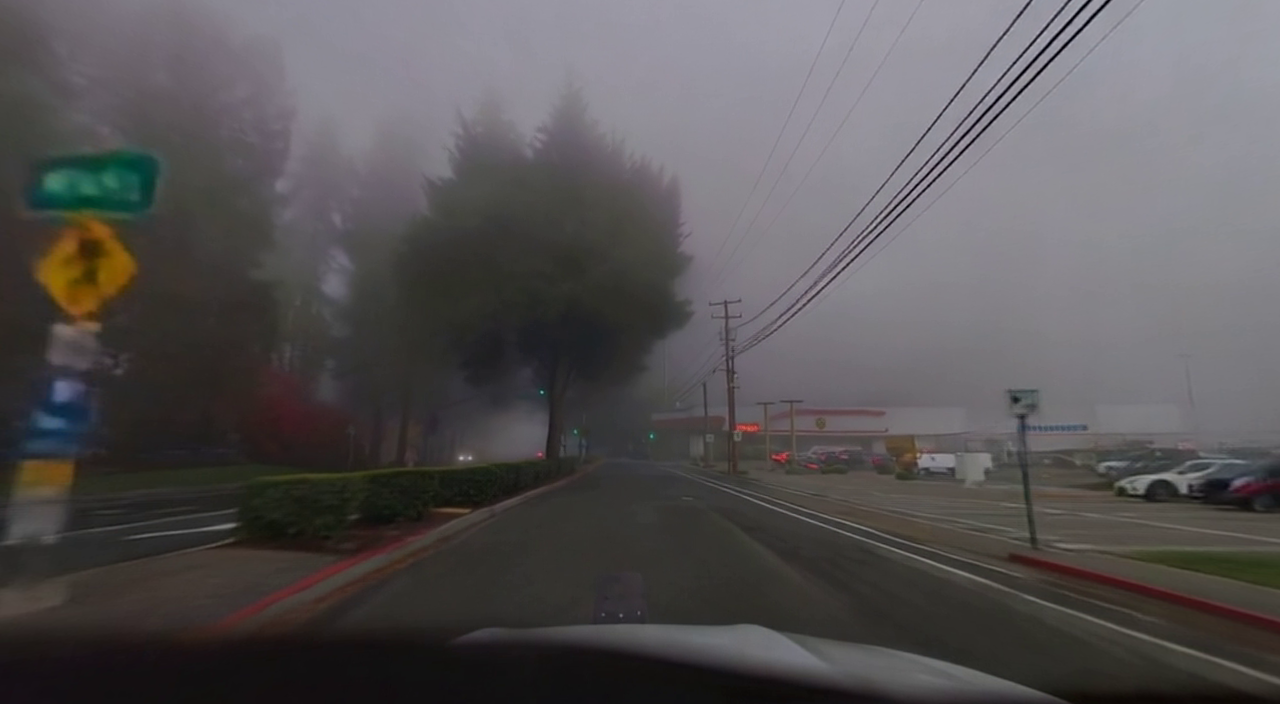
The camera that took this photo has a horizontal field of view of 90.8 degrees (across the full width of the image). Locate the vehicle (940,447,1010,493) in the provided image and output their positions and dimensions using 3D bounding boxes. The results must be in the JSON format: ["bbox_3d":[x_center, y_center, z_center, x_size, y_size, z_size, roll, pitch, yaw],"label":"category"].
[{"bbox_3d":[15.281,5.277,28.694,2.086,1.845,4.694,-6,-11,35],"label":"vehicle"}]

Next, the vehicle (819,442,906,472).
[{"bbox_3d":[14.686,6.993,41.904,4.996,1.720,2.027,1,-11,2],"label":"vehicle"}]

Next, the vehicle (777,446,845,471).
[{"bbox_3d":[12.858,7.998,47.760,4.444,1.815,2.239,0,-8,0],"label":"vehicle"}]

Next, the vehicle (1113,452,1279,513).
[{"bbox_3d":[17.942,4.125,20.413,2.041,1.674,4.301,2,-9,2],"label":"vehicle"}]
